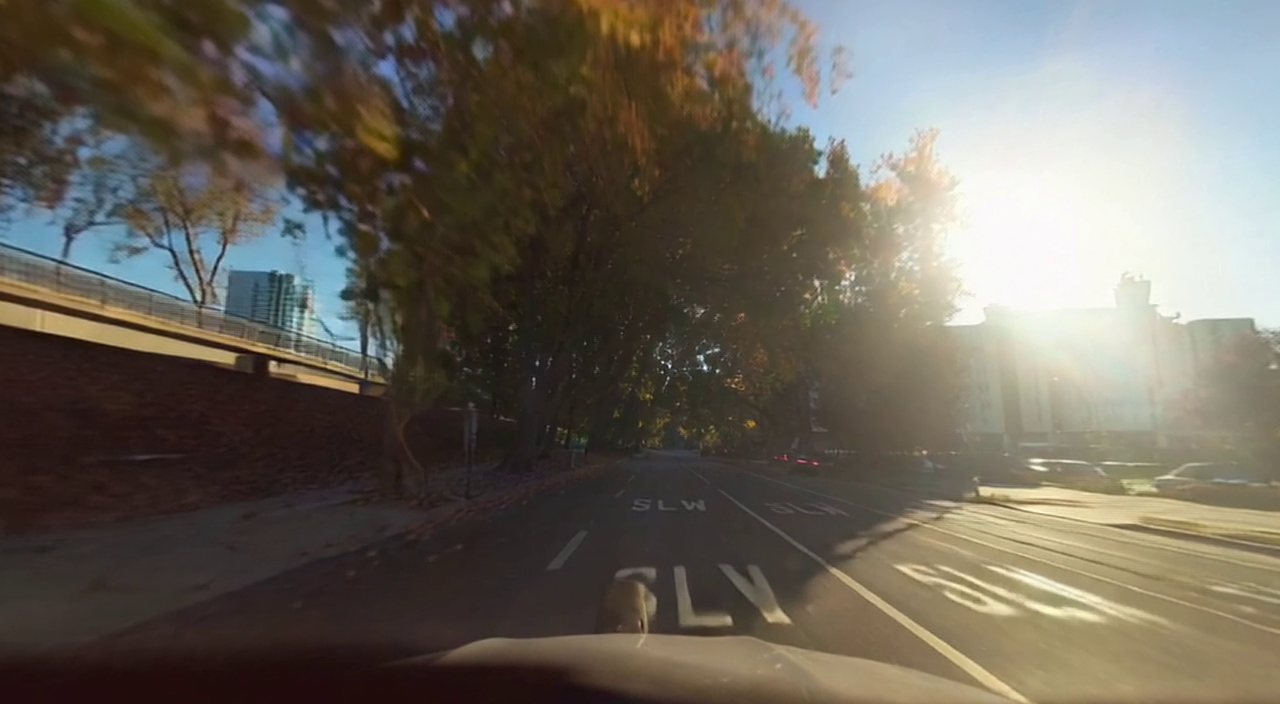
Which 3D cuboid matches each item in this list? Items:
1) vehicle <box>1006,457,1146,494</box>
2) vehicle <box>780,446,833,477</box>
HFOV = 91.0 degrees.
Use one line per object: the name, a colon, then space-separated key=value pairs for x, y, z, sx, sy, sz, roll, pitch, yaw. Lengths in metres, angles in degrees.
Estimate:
vehicle: x=19.881 y=5.632 z=28.924 sx=4.635 sy=1.552 sz=2.334 roll=0 pitch=-9 yaw=2
vehicle: x=10.854 y=7.147 z=41.320 sx=2.187 sy=1.871 sz=4.576 roll=0 pitch=-8 yaw=0
